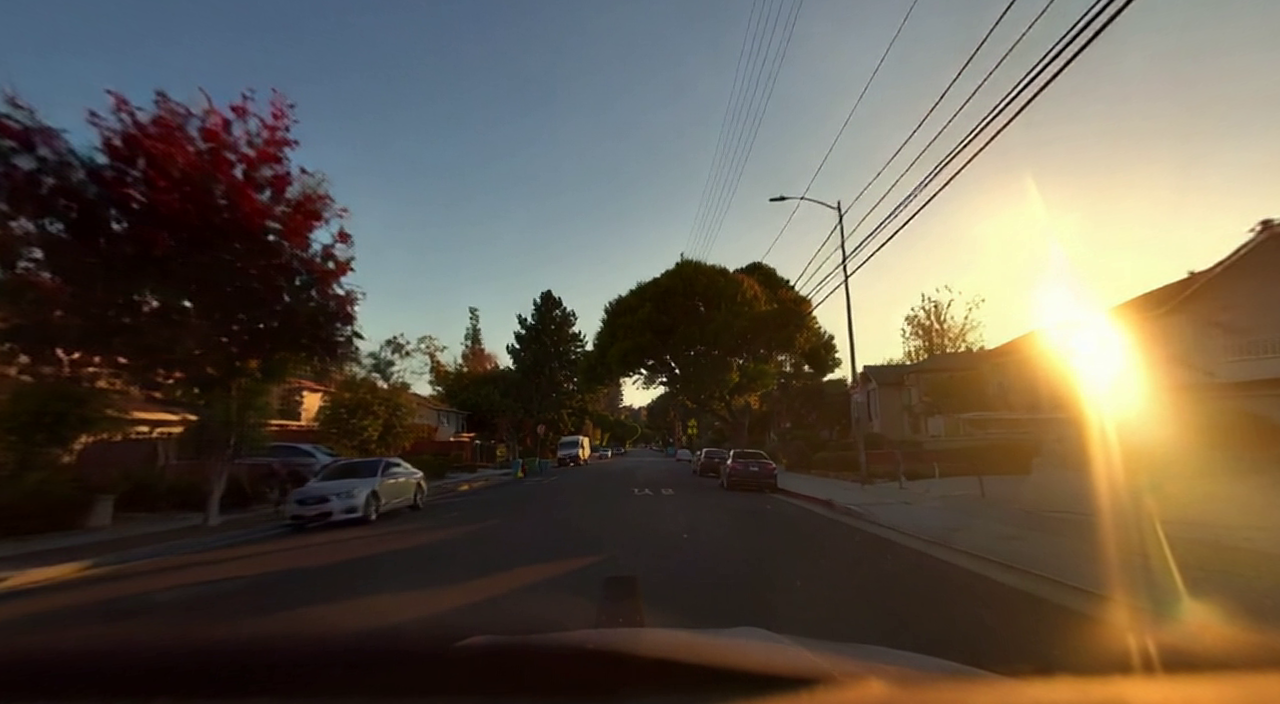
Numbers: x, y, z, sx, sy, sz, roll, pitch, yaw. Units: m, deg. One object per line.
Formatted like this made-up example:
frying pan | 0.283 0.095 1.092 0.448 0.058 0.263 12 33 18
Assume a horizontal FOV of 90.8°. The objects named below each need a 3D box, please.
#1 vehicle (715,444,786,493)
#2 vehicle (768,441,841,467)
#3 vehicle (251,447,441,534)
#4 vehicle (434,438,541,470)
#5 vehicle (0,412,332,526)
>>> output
vehicle | 3.641 3.898 21.534 1.903 1.500 4.057 0 -9 3
vehicle | 11.542 7.175 44.600 4.530 1.736 2.144 0 -9 3
vehicle | -6.508 3.066 14.730 2.062 1.500 4.629 -3 -8 3
vehicle | -10.165 6.834 42.565 6.540 2.079 2.565 0 -9 1
vehicle | -11.125 2.798 15.820 2.416 2.211 6.384 -2 -9 15
